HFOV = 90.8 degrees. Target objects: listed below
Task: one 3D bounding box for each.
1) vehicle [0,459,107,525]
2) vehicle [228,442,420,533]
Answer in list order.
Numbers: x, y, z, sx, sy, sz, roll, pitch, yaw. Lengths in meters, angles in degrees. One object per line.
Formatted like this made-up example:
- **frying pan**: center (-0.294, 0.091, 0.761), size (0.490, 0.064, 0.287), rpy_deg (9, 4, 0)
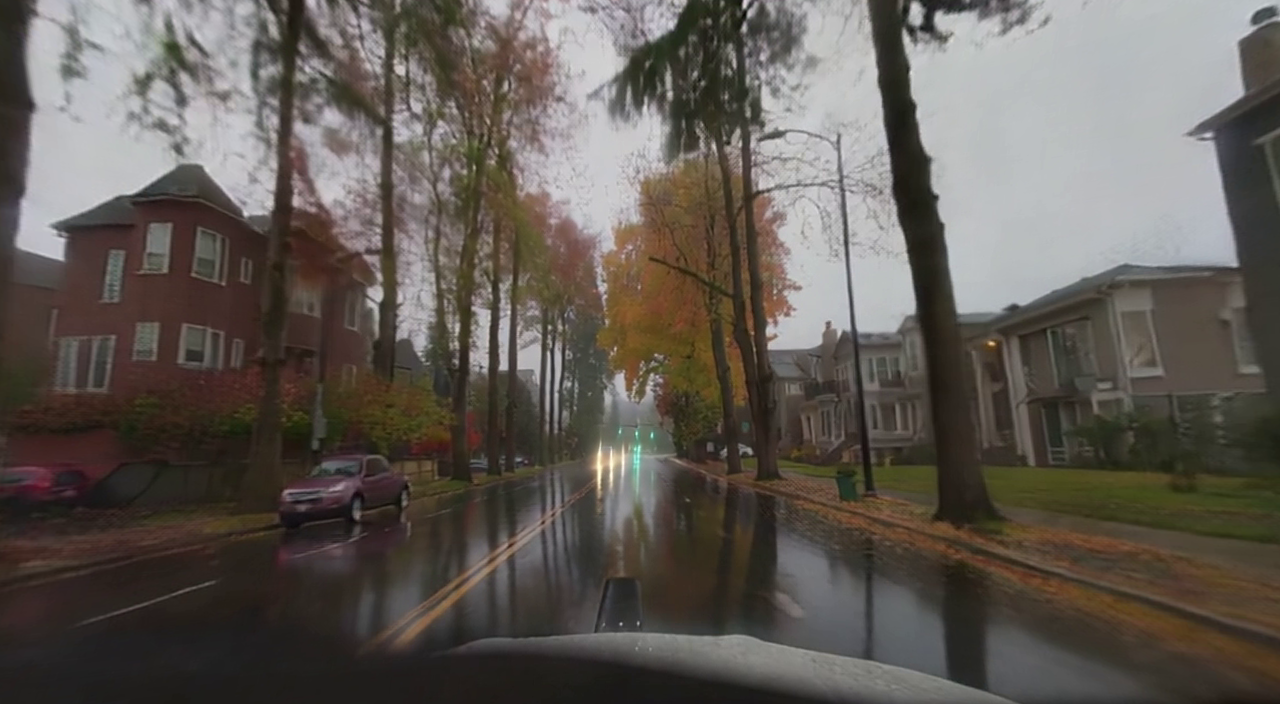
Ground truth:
- **vehicle**: center (-18.917, 4.224, 19.378), size (4.001, 1.772, 2.038), rpy_deg (-4, -9, 19)
- **vehicle**: center (-7.355, 3.167, 15.567), size (2.129, 1.730, 5.544), rpy_deg (-2, -9, -3)
